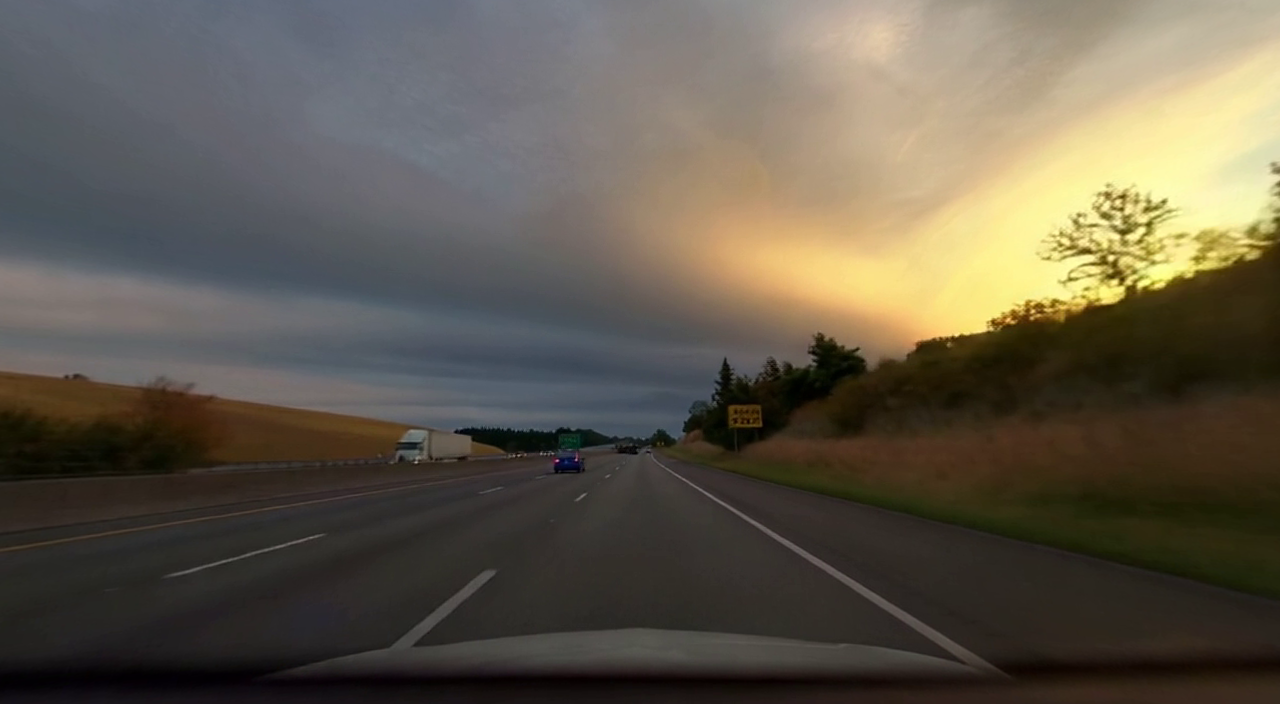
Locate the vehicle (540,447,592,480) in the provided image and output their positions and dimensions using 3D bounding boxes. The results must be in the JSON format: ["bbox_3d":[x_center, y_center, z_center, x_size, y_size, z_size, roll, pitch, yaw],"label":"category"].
[{"bbox_3d":[-3.627,5.556,31.714,2.121,1.537,3.852,0,-9,0],"label":"vehicle"}]
